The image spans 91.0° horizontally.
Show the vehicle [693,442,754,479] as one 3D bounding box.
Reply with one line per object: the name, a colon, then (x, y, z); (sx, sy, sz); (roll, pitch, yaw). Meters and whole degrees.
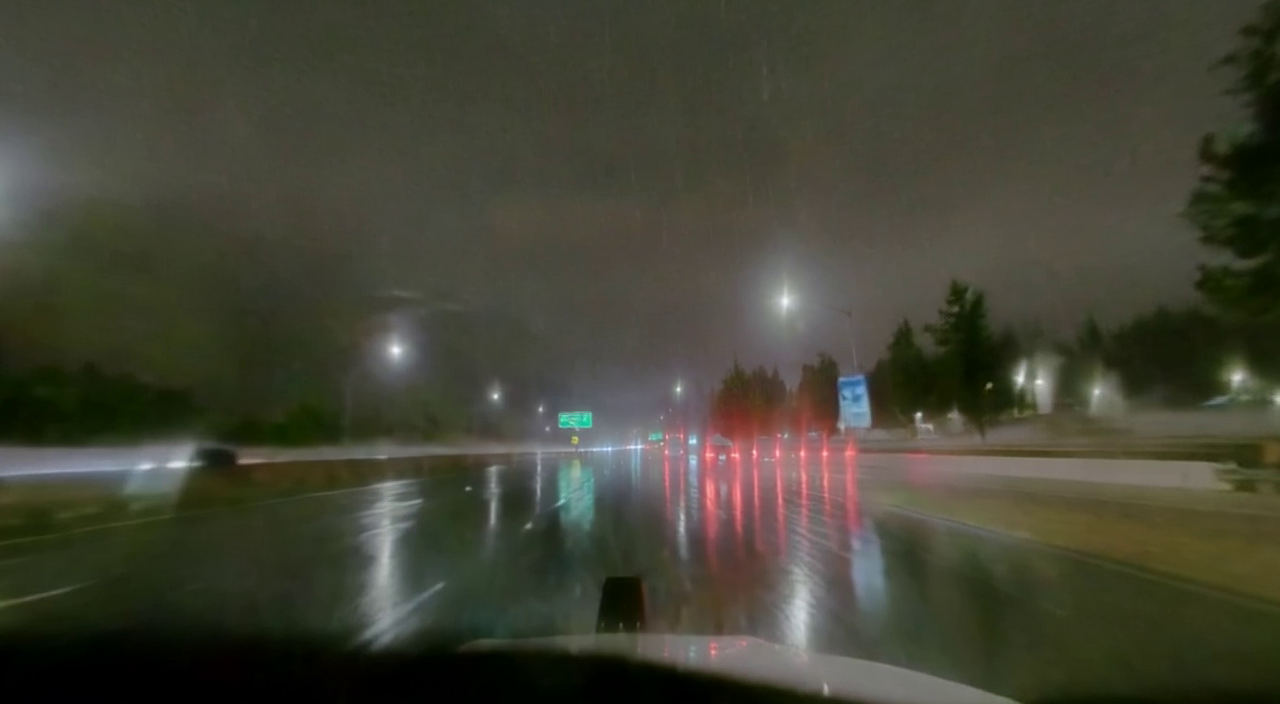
vehicle: (3.545, 4.696, 27.547); (2.033, 1.501, 4.398); (0, -9, -1)
